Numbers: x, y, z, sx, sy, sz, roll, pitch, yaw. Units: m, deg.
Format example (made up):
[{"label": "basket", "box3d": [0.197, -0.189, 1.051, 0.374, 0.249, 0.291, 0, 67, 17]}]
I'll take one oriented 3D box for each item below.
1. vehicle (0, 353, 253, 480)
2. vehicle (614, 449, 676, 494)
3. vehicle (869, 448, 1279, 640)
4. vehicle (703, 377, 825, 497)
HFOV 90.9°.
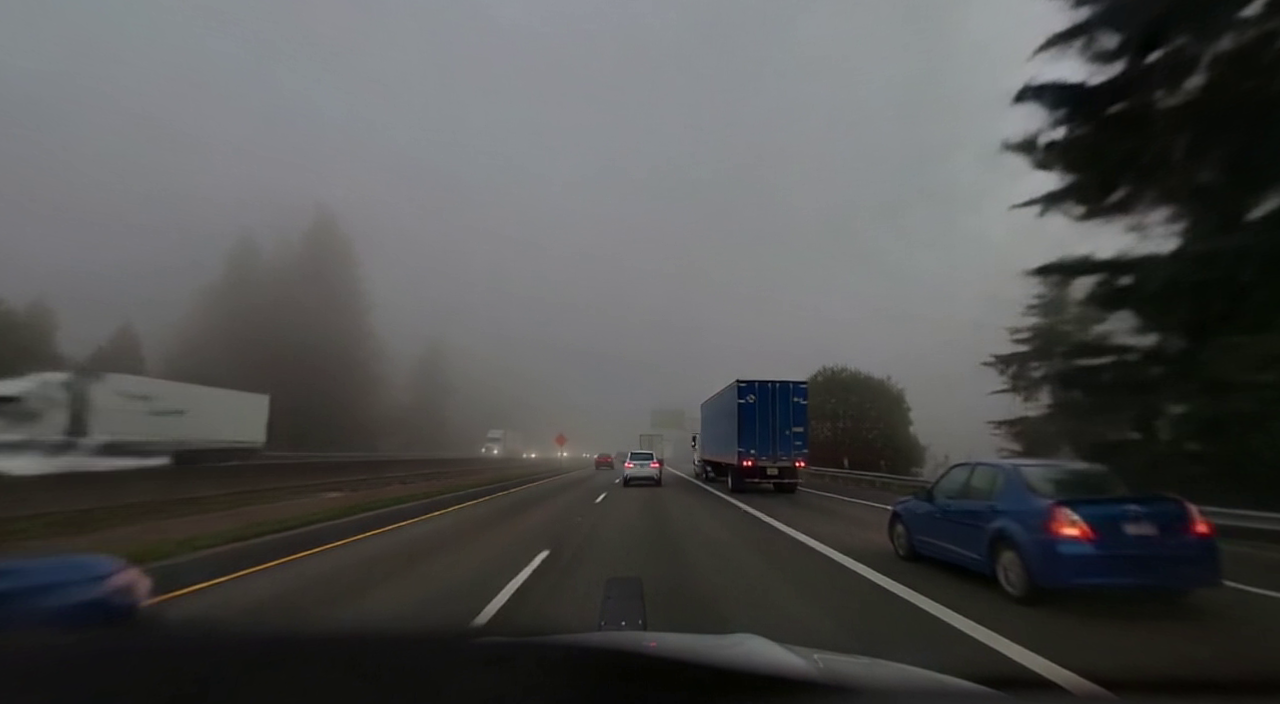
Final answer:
[{"label": "vehicle", "box3d": [-19.759, 2.738, 23.791, 2.806, 3.616, 11.656, 0, -9, 0]}, {"label": "vehicle", "box3d": [0.162, 4.404, 23.622, 2.089, 1.516, 4.191, 0, -9, 0]}, {"label": "vehicle", "box3d": [4.340, 1.760, 6.881, 2.037, 1.377, 4.407, 0, -9, 0]}, {"label": "vehicle", "box3d": [4.863, 3.943, 28.237, 2.877, 4.035, 13.897, 0, -9, 1]}]
